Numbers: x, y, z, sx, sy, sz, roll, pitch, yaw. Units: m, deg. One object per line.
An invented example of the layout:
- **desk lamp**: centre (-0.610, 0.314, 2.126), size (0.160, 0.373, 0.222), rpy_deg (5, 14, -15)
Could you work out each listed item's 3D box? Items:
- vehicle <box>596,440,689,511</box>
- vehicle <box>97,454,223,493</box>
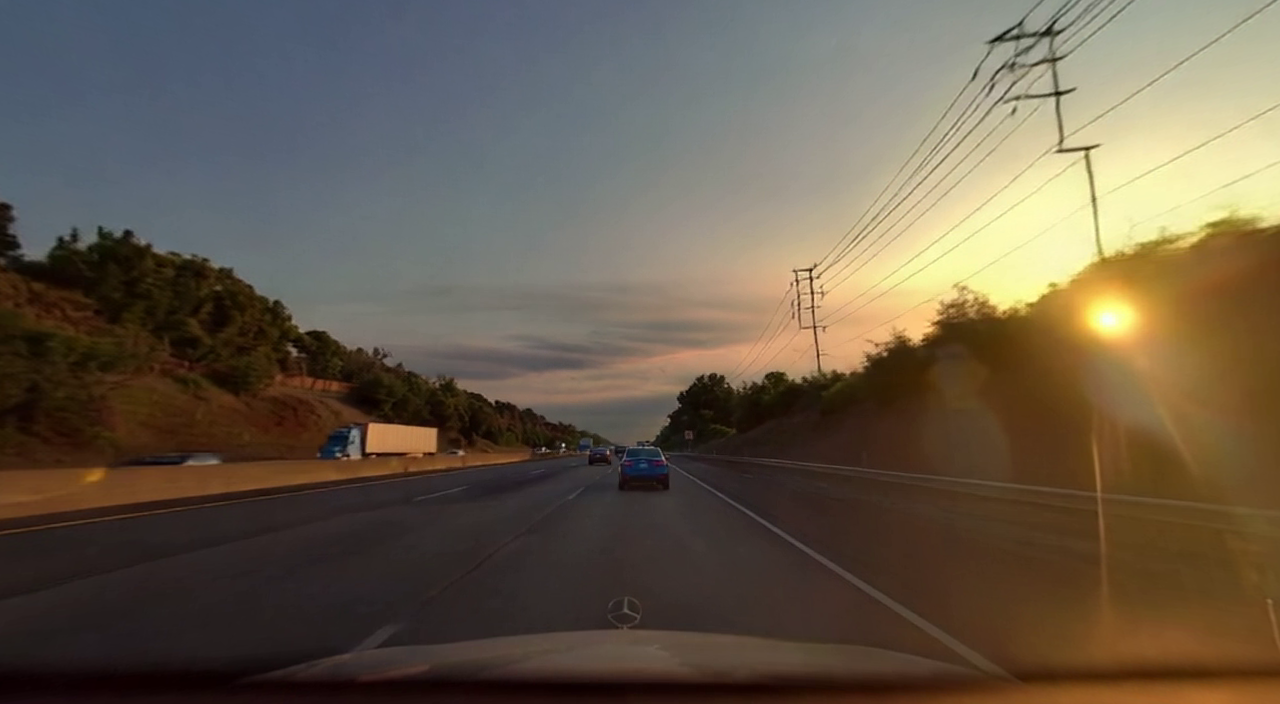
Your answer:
- **vehicle**: centre (0.039, 2.960, 15.568), size (1.966, 1.499, 4.298), rpy_deg (0, -9, 0)
- **vehicle**: centre (-20.041, 5.075, 26.590), size (1.880, 1.463, 4.298), rpy_deg (0, -9, 1)
